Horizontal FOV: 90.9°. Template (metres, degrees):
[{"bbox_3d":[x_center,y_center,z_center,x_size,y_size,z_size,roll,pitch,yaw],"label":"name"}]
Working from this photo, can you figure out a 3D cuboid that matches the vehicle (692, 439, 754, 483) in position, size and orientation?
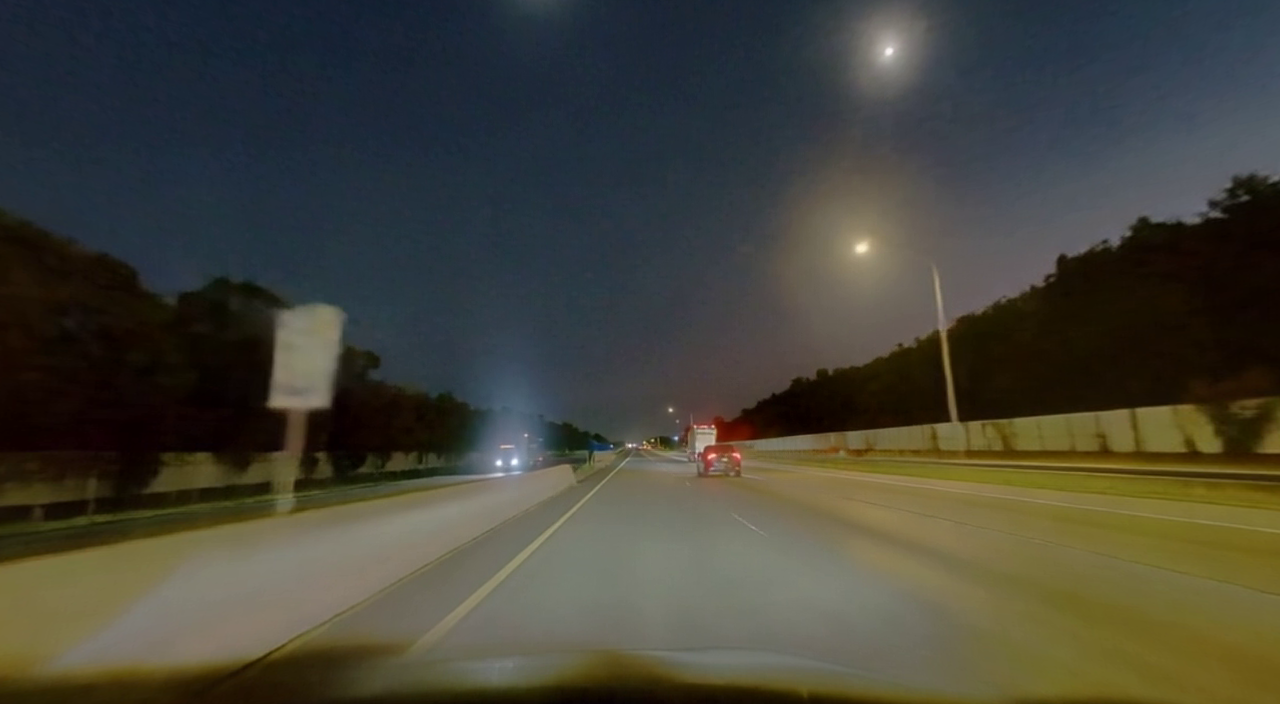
[{"bbox_3d":[3.561,4.791,27.917,2.093,1.742,4.167,0,-9,-1],"label":"vehicle"}]
